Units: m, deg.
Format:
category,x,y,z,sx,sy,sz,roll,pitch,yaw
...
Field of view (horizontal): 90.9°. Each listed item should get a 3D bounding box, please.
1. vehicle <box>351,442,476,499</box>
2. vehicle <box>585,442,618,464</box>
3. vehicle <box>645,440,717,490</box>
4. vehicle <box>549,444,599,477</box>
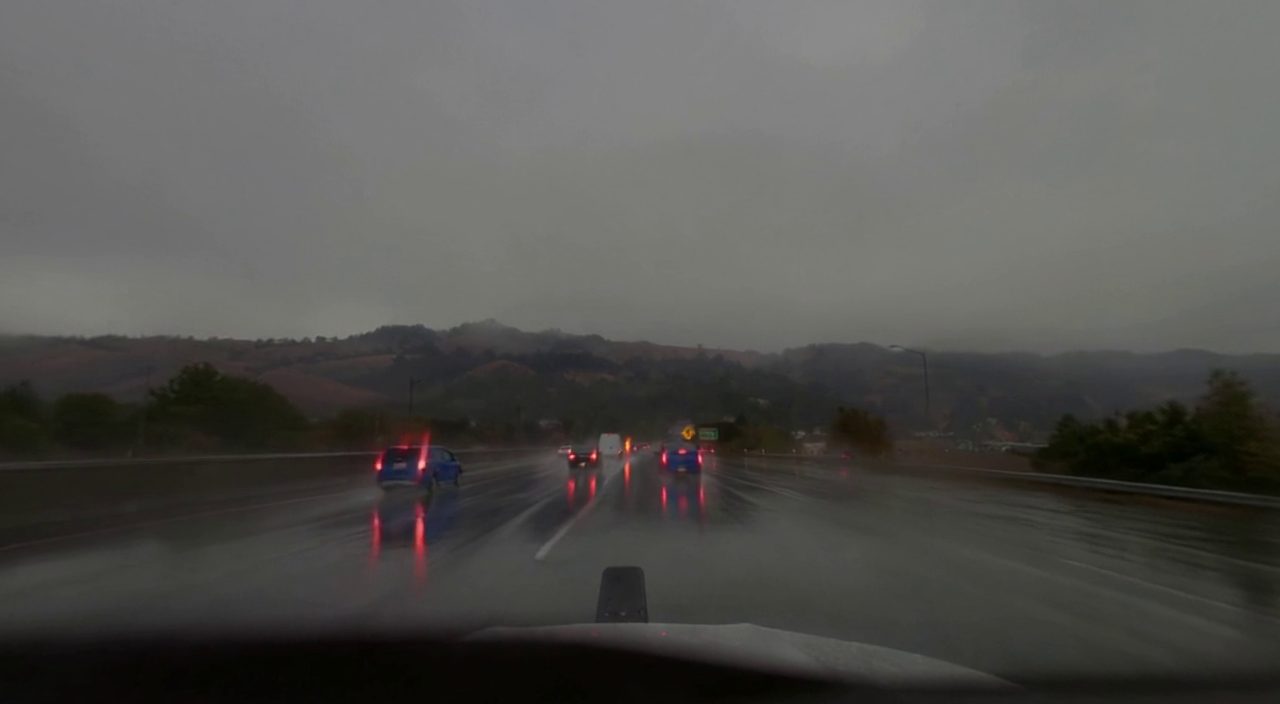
category,x,y,z,sx,sy,sz,roll,pitch,yaw
vehicle,-6.684,3.522,19.299,2.012,1.504,4.729,0,-8,1
vehicle,-2.978,7.869,49.237,2.270,1.660,4.101,0,-8,0
vehicle,1.262,3.776,21.388,2.050,1.491,4.362,0,-8,-1
vehicle,-3.195,5.315,31.282,1.990,1.501,4.250,0,-8,0
